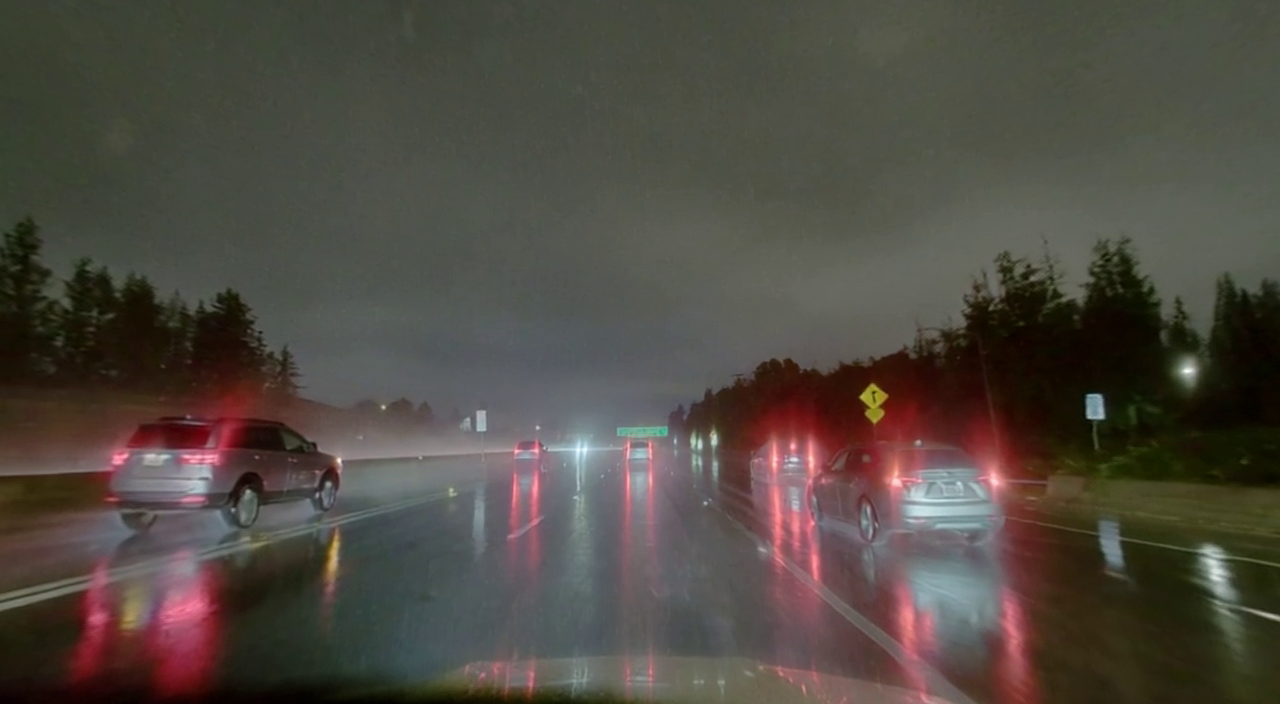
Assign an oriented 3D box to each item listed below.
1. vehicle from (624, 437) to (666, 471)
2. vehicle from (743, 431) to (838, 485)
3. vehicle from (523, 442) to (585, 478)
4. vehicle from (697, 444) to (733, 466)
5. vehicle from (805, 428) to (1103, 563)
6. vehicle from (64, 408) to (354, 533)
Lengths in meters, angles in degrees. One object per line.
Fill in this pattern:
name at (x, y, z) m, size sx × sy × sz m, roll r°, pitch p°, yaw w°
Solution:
vehicle at (0.245, 5.546, 34.393) m, size 2.158 × 1.706 × 4.219 m, roll 0°, pitch -9°, yaw 0°
vehicle at (5.287, 3.800, 22.838) m, size 2.335 × 1.759 × 4.297 m, roll 0°, pitch -9°, yaw 0°
vehicle at (-3.726, 4.756, 27.978) m, size 2.071 × 1.478 × 4.130 m, roll 0°, pitch -9°, yaw 1°
vehicle at (5.205, 7.230, 44.237) m, size 1.944 × 1.465 × 4.245 m, roll 0°, pitch -9°, yaw -1°
vehicle at (4.165, 1.977, 9.460) m, size 2.141 × 1.507 × 4.510 m, roll 0°, pitch -9°, yaw 0°
vehicle at (-7.490, 2.121, 11.748) m, size 2.142 × 1.849 × 4.566 m, roll 0°, pitch -9°, yaw 0°
